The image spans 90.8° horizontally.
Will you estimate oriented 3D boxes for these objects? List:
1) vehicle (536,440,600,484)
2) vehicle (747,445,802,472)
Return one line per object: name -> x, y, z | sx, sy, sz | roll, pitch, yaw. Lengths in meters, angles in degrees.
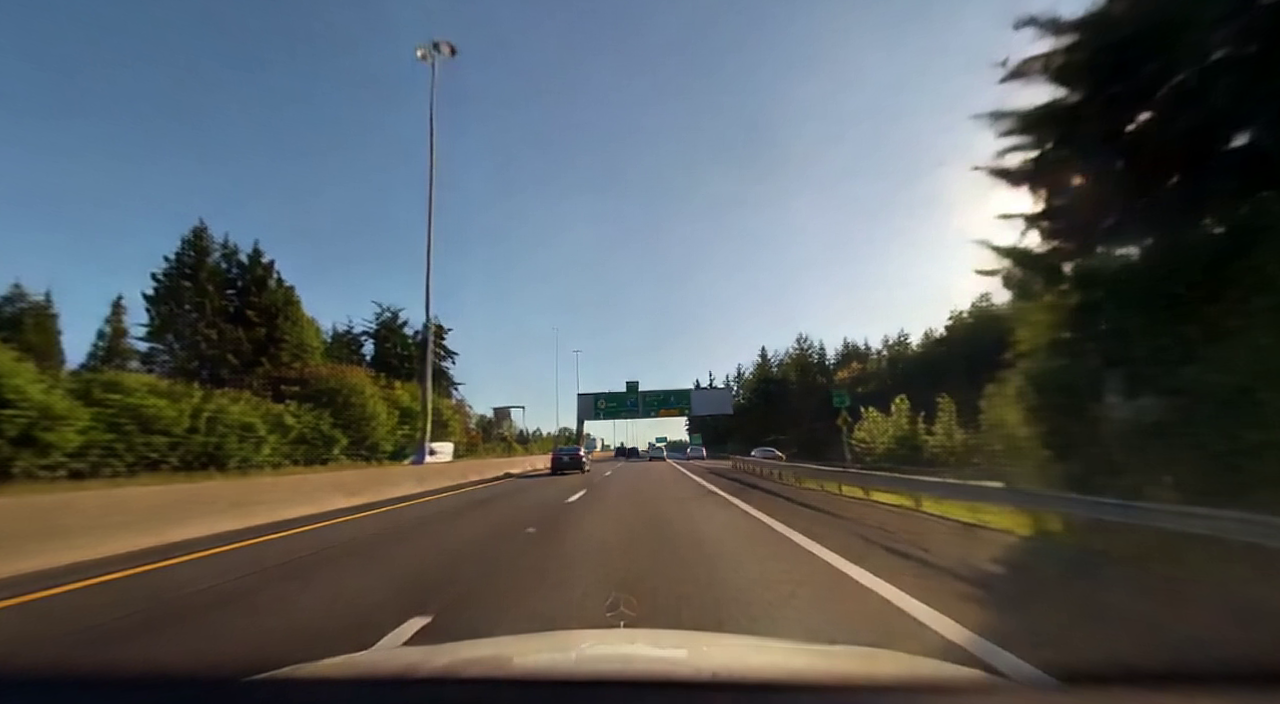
vehicle -> -2.886, 4.490, 26.103 | 2.037, 1.638, 4.274 | 0, -9, 1
vehicle -> 8.611, 6.847, 40.784 | 2.021, 1.639, 4.203 | 1, -9, -10
